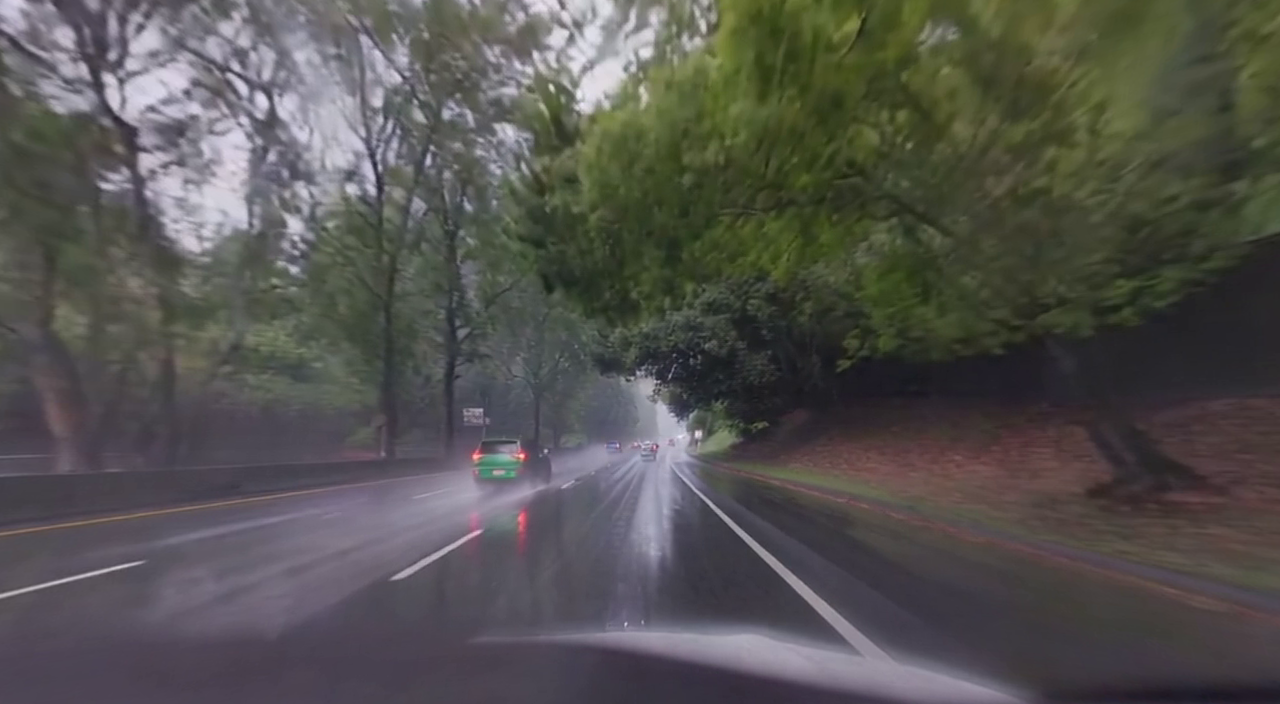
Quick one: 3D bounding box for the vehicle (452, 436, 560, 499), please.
[{"bbox_3d":[-3.579,3.153,17.696,1.993,1.538,4.192,0,-8,2],"label":"vehicle"}]
